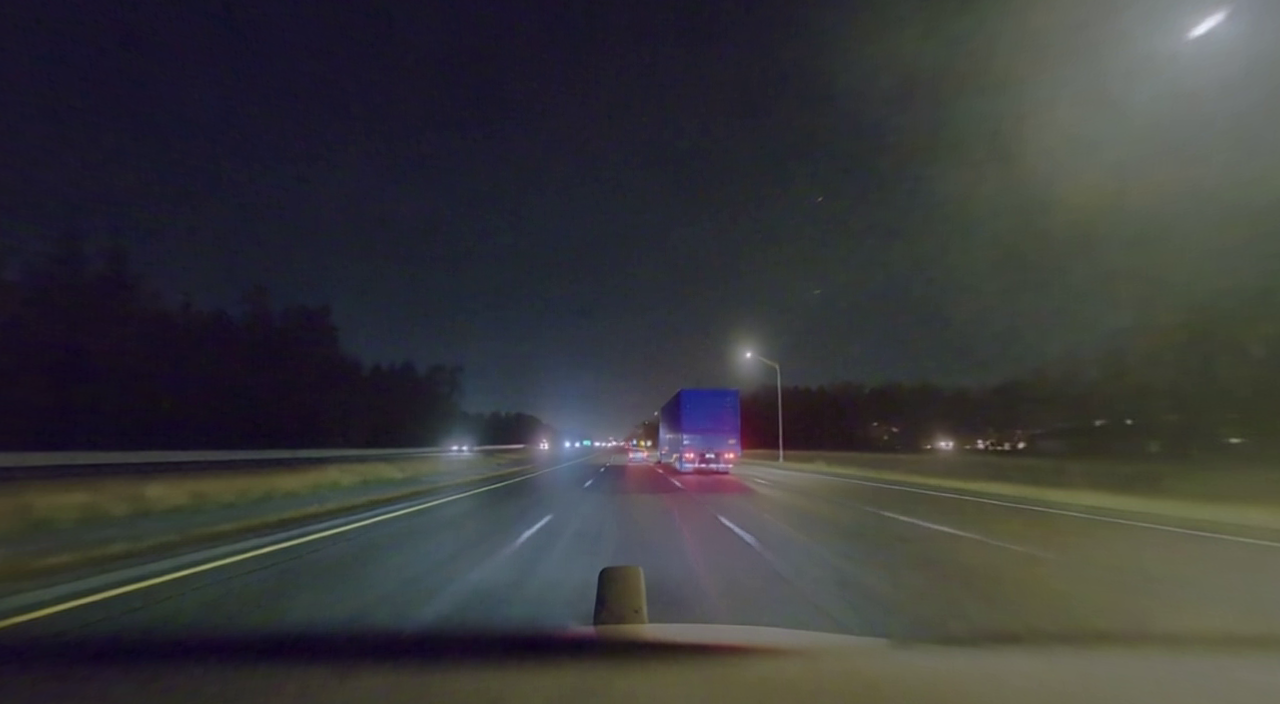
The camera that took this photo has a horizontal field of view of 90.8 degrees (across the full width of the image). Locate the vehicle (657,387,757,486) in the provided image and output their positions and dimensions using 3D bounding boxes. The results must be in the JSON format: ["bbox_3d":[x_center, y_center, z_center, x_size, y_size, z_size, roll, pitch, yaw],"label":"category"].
[{"bbox_3d":[3.080,4.806,35.010,3.462,4.177,16.311,0,-9,-1],"label":"vehicle"}]
